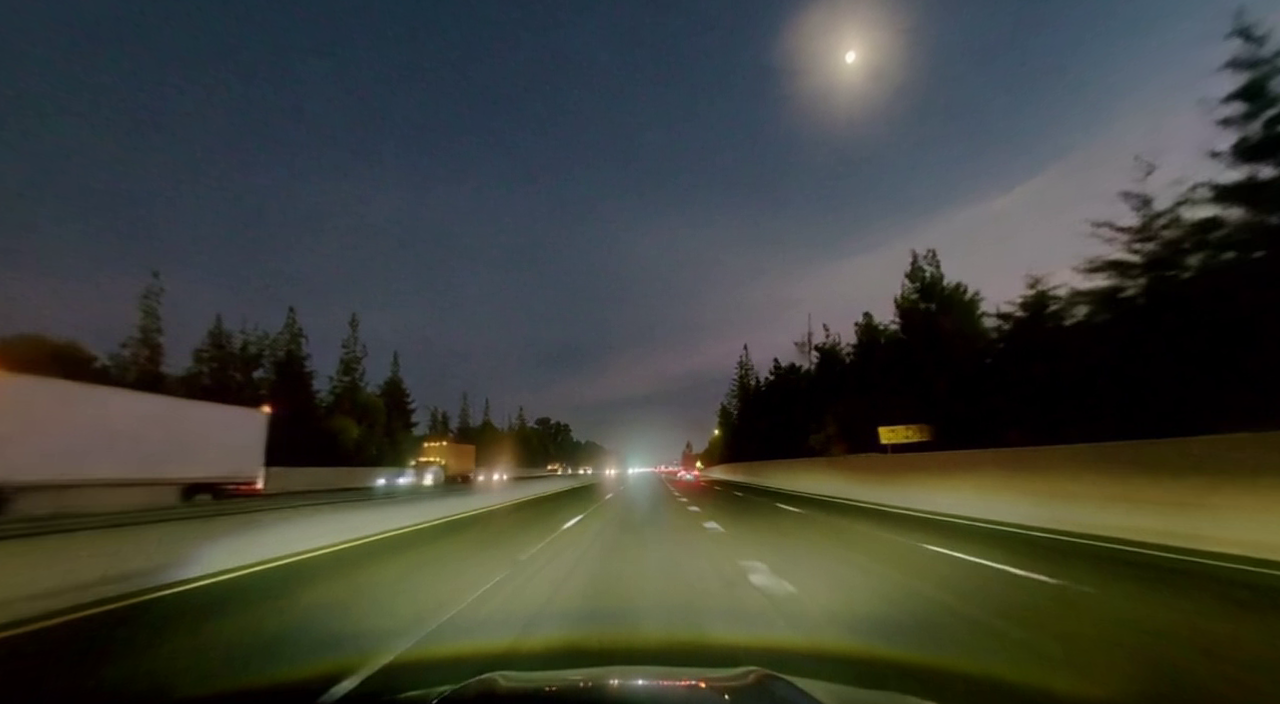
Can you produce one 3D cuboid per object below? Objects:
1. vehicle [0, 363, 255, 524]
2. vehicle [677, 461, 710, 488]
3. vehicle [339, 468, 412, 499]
[{"bbox_3d":[-17.986,2.931,19.452,3.018,4.078,14.135,1,-10,1],"label":"vehicle"},{"bbox_3d":[4.070,9.494,49.032,2.093,1.933,4.623,1,-10,-1],"label":"vehicle"},{"bbox_3d":[-13.950,6.942,33.489,1.888,1.474,4.238,0,-10,1],"label":"vehicle"}]
